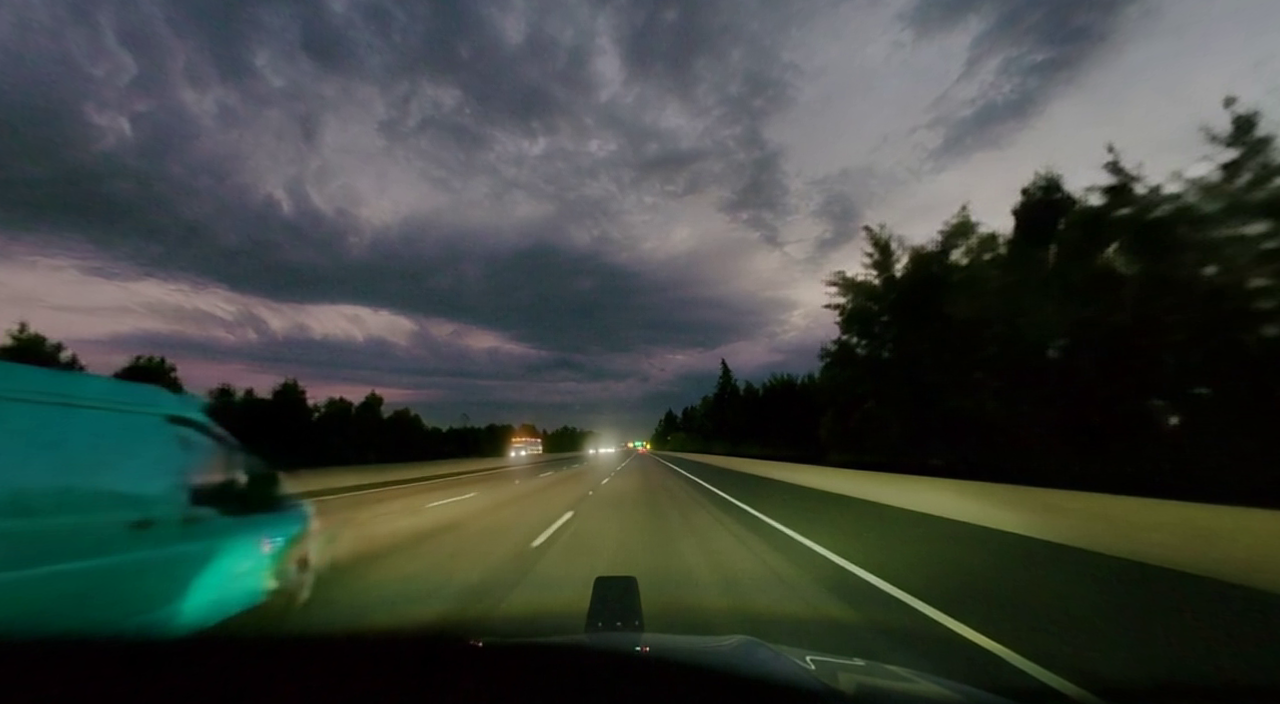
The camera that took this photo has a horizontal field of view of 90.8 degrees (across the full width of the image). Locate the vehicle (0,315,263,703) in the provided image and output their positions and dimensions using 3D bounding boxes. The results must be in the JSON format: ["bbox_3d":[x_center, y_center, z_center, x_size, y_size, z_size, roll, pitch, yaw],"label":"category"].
[{"bbox_3d":[-3.949,0.698,1.817,2.349,1.973,5.419,0,-9,0],"label":"vehicle"}]
